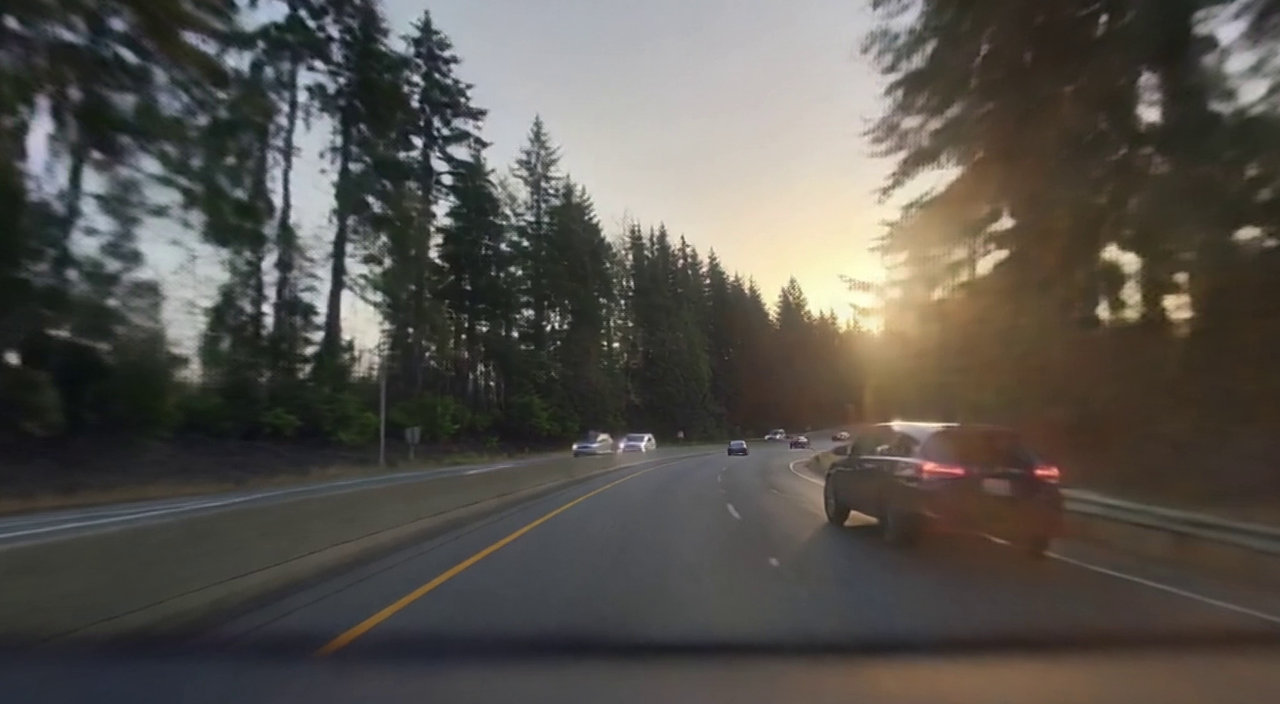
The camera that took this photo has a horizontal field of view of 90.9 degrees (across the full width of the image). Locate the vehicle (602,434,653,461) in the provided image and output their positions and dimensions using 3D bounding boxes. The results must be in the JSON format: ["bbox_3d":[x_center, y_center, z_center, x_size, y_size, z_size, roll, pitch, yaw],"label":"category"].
[{"bbox_3d":[-0.722,6.196,41.075,2.295,1.648,4.689,-2,-9,12],"label":"vehicle"}]

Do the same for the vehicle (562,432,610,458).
[{"bbox_3d":[-3.793,6.663,45.229,2.142,1.731,4.681,-2,-9,13],"label":"vehicle"}]

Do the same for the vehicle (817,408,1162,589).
[{"bbox_3d":[3.955,1.719,8.289,2.112,1.708,4.380,0,-8,2],"label":"vehicle"}]
